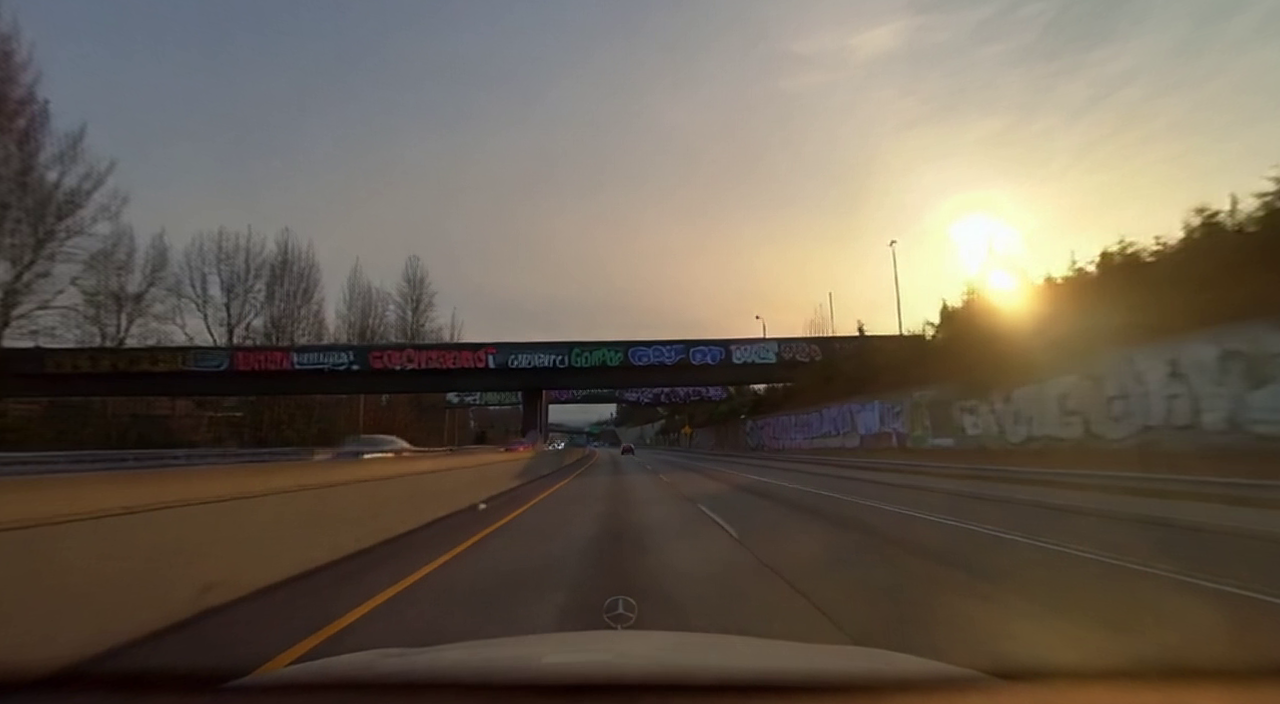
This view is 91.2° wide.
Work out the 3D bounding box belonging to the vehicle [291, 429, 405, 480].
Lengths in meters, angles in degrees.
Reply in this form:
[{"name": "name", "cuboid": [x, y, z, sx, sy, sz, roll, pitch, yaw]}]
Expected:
[{"name": "vehicle", "cuboid": [-9.697, 3.453, 21.223, 1.877, 1.519, 4.222, 0, -9, -1]}]
